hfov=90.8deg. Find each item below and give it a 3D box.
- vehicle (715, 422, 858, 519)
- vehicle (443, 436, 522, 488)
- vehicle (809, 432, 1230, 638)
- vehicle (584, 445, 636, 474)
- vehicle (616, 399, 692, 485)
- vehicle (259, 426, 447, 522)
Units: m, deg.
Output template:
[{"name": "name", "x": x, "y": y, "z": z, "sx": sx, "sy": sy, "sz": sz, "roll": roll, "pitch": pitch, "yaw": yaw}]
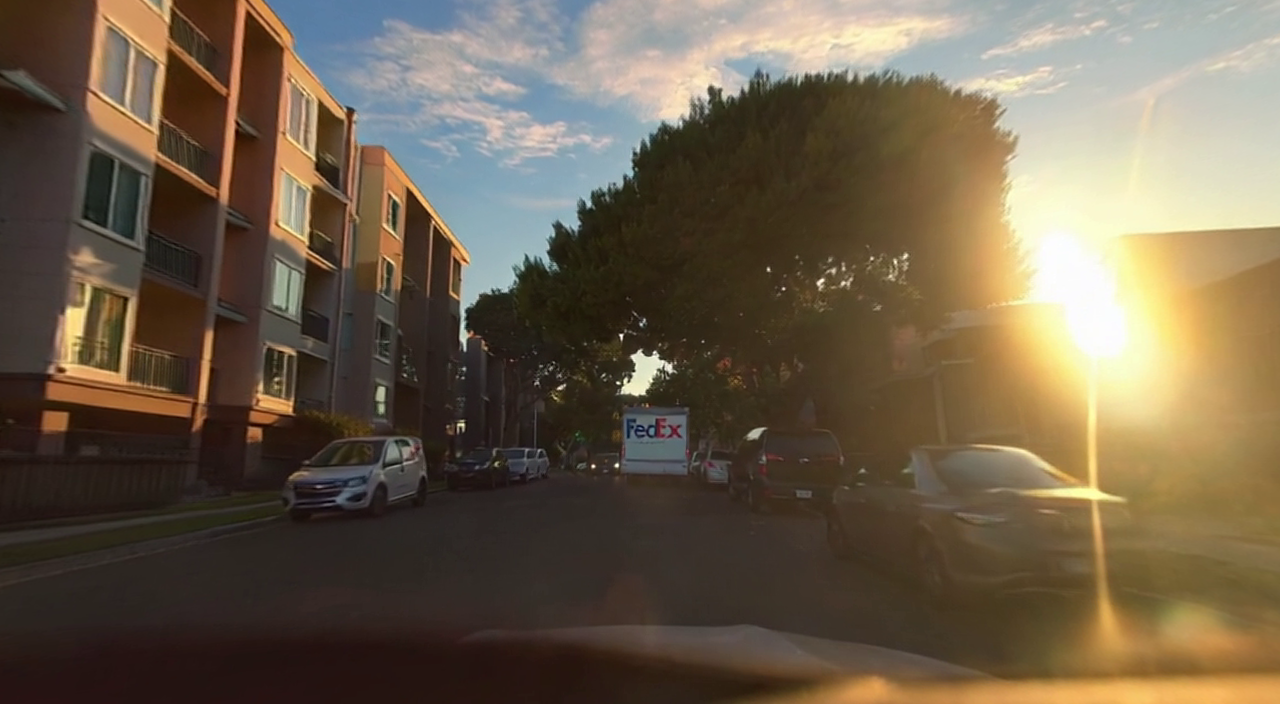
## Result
[{"name": "vehicle", "x": 3.374, "y": 2.870, "z": 15.949, "sx": 2.221, "sy": 1.991, "sz": 5.564, "roll": 0, "pitch": -8, "yaw": -1}, {"name": "vehicle", "x": -6.079, "y": 4.297, "z": 25.063, "sx": 2.020, "sy": 1.867, "sz": 4.654, "roll": 0, "pitch": -8, "yaw": -1}, {"name": "vehicle", "x": 3.400, "y": 1.682, "z": 6.930, "sx": 1.877, "sy": 1.500, "sz": 4.407, "roll": 0, "pitch": -8, "yaw": 0}, {"name": "vehicle", "x": -1.653, "y": 6.122, "z": 36.270, "sx": 1.981, "sy": 1.500, "sz": 3.992, "roll": -2, "pitch": -9, "yaw": 13}, {"name": "vehicle", "x": 0.441, "y": 4.087, "z": 28.585, "sx": 2.930, "sy": 3.275, "sz": 8.180, "roll": 0, "pitch": -8, "yaw": -2}, {"name": "vehicle", "x": -5.971, "y": 2.584, "z": 13.882, "sx": 2.089, "sy": 1.757, "sz": 4.256, "roll": 0, "pitch": -8, "yaw": 0}]
